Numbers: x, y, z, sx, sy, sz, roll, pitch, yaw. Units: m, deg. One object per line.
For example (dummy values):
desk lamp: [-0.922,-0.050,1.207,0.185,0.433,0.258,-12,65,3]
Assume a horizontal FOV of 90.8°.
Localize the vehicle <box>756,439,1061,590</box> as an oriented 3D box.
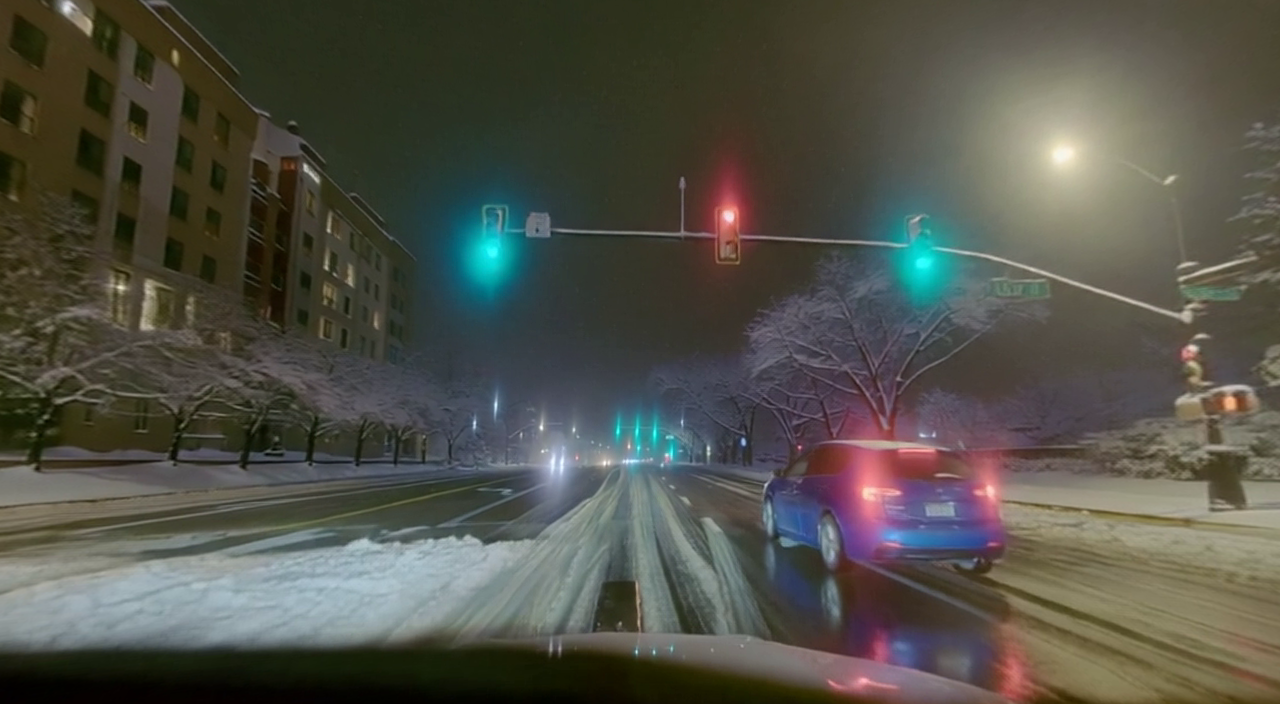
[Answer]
vehicle: [3.084,1.948,8.592,2.015,1.455,4.615,0,-9,-1]
